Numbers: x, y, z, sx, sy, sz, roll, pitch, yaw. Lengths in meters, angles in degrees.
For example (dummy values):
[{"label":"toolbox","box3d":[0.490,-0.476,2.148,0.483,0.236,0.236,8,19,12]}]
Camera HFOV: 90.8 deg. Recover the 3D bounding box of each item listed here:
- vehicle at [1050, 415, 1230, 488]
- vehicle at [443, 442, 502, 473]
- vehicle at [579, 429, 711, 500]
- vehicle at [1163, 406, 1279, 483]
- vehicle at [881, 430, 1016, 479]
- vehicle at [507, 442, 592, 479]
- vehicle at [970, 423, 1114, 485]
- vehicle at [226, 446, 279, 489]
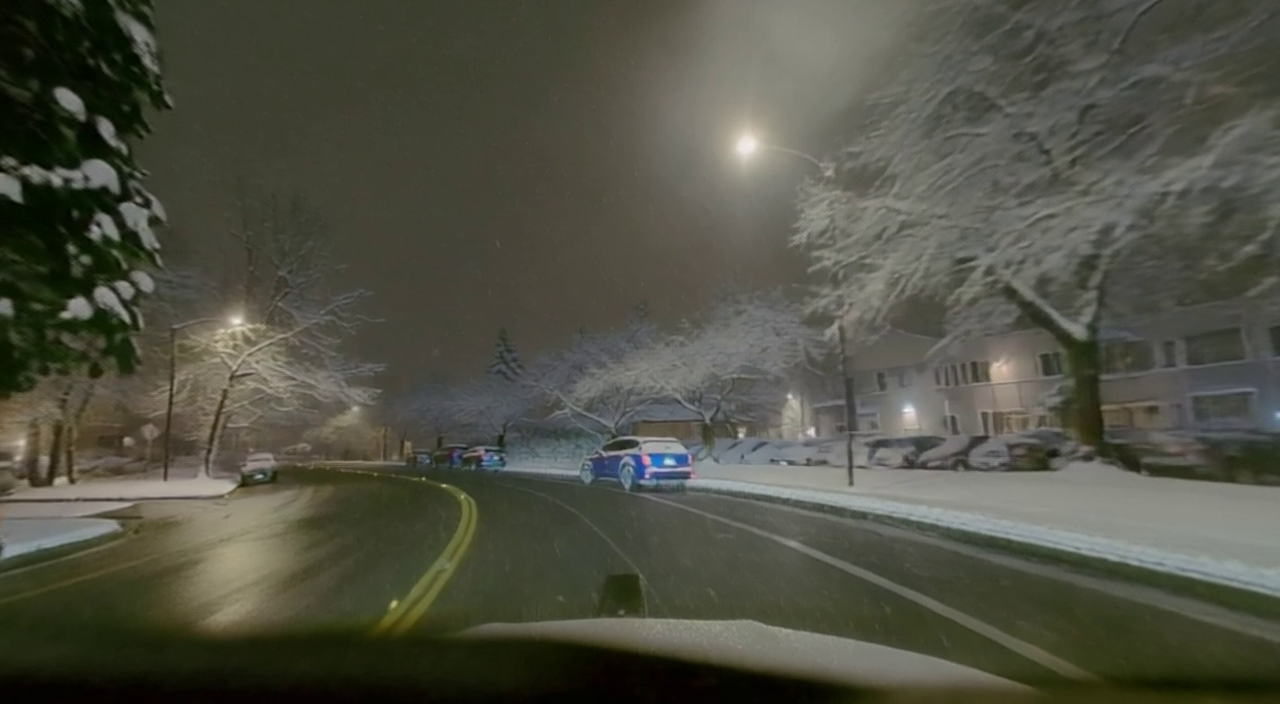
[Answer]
[{"label":"vehicle","box3d":[13.675,2.634,17.277,4.372,1.723,2.229,3,-8,-29]},{"label":"vehicle","box3d":[-10.248,6.361,38.401,2.055,1.731,4.686,5,-10,-32]},{"label":"vehicle","box3d":[-0.028,3.361,19.808,2.042,1.817,5.202,3,-7,-25]},{"label":"vehicle","box3d":[15.057,2.193,15.028,5.110,1.570,2.206,5,-10,-30]},{"label":"vehicle","box3d":[10.532,3.455,21.536,4.225,1.517,2.036,5,-10,-31]},{"label":"vehicle","box3d":[-4.202,4.875,28.802,2.053,1.519,4.611,5,-10,-32]},{"label":"vehicle","box3d":[12.461,3.126,19.544,4.243,1.470,2.010,0,-9,-33]},{"label":"vehicle","box3d":[-20.019,5.850,32.585,2.154,1.870,5.118,2,-8,-32]}]
